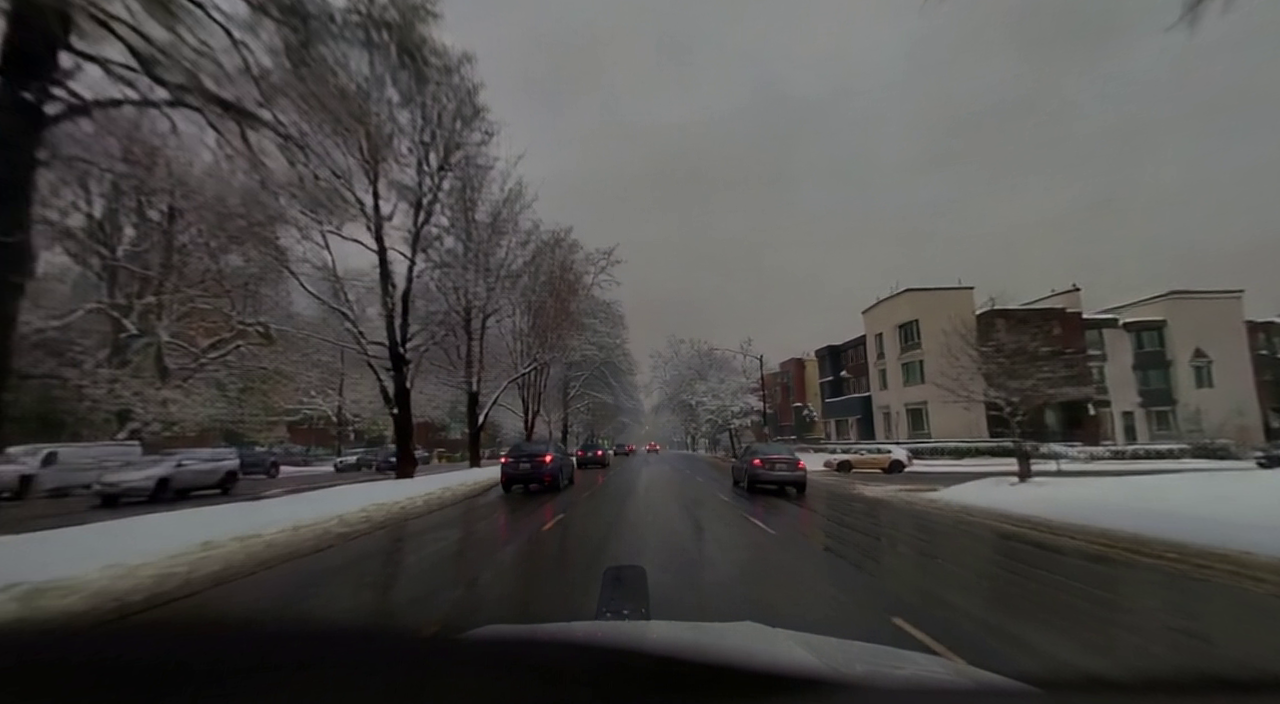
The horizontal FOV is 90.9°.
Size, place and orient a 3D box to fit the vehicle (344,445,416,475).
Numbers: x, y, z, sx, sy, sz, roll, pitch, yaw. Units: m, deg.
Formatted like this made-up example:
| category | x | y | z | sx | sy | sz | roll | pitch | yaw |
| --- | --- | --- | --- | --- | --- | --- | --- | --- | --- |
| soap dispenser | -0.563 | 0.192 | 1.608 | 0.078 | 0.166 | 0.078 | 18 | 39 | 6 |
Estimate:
| category | x | y | z | sx | sy | sz | roll | pitch | yaw |
| --- | --- | --- | --- | --- | --- | --- | --- | --- | --- |
| vehicle | -18.145 | 7.521 | 44.338 | 2.345 | 1.906 | 6.020 | 0 | -8 | 2 |

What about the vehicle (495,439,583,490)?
| category | x | y | z | sx | sy | sz | roll | pitch | yaw |
| --- | --- | --- | --- | --- | --- | --- | --- | --- | --- |
| vehicle | -3.143 | 3.607 | 20.615 | 2.053 | 1.480 | 4.381 | 0 | -8 | 2 |

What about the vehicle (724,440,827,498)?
| category | x | y | z | sx | sy | sz | roll | pitch | yaw |
| --- | --- | --- | --- | --- | --- | --- | --- | --- | --- |
| vehicle | 3.847 | 3.384 | 18.738 | 2.010 | 1.486 | 4.498 | 0 | -8 | 0 |

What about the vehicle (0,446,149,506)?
| category | x | y | z | sx | sy | sz | roll | pitch | yaw |
| --- | --- | --- | --- | --- | --- | --- | --- | --- | --- |
| vehicle | -22.481 | 4.735 | 24.608 | 2.928 | 2.070 | 4.368 | 0 | -8 | 3 |

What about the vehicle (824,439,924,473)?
| category | x | y | z | sx | sy | sz | roll | pitch | yaw |
| --- | --- | --- | --- | --- | --- | --- | --- | --- | --- |
| vehicle | 12.501 | 5.579 | 34.032 | 4.717 | 1.733 | 1.994 | -1 | -9 | 10 |

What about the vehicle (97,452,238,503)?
| category | x | y | z | sx | sy | sz | roll | pitch | yaw |
| --- | --- | --- | --- | --- | --- | --- | --- | --- | --- |
| vehicle | -15.991 | 4.227 | 21.614 | 1.804 | 1.502 | 3.839 | 0 | -8 | 1 |

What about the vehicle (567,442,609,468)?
| category | x | y | z | sx | sy | sz | roll | pitch | yaw |
| --- | --- | --- | --- | --- | --- | --- | --- | --- | --- |
| vehicle | -3.066 | 6.179 | 38.000 | 1.988 | 1.497 | 4.404 | 0 | -8 | 3 |
